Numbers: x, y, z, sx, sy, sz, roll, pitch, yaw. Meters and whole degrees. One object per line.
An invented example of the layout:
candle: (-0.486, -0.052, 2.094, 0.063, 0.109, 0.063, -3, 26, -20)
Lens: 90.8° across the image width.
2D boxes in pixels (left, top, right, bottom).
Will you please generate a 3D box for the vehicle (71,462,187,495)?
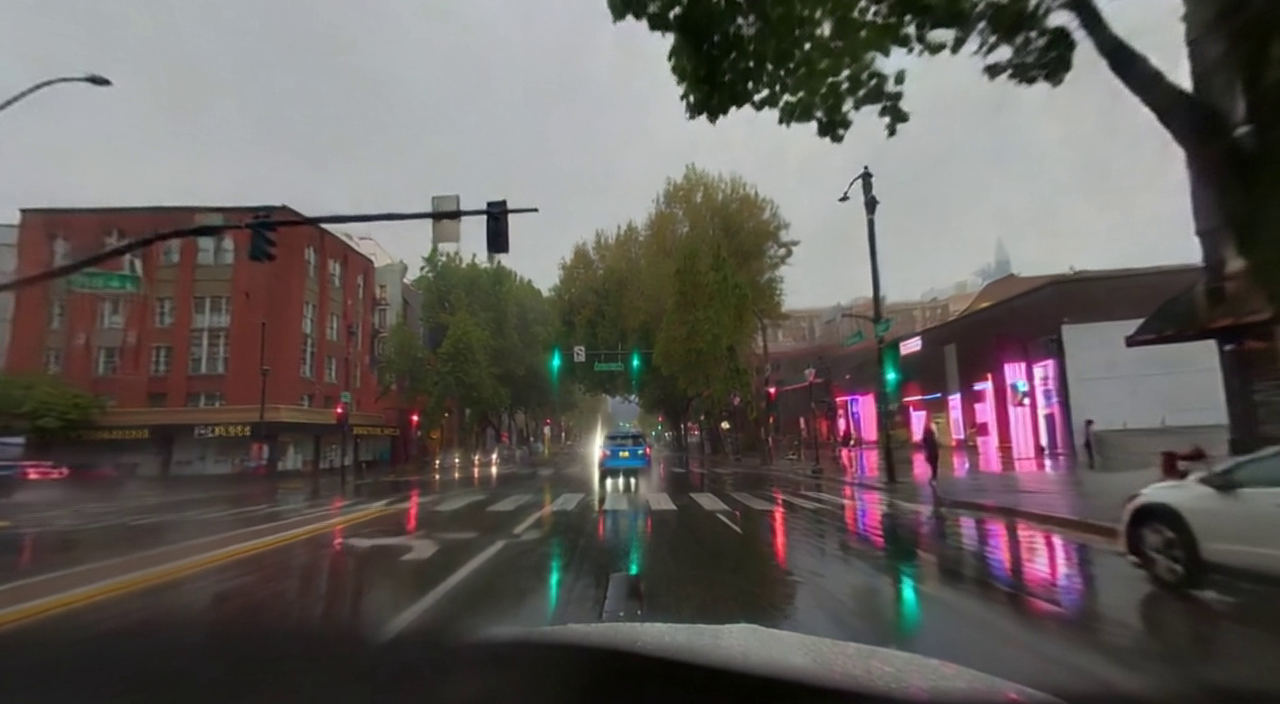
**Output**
vehicle: (-26.139, 6.467, 32.398, 4.317, 1.524, 1.809, 0, -8, -1)

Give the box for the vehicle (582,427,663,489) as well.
vehicle: (-0.549, 3.465, 20.902, 2.382, 1.796, 4.610, 0, -8, -1)

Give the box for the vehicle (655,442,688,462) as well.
vehicle: (2.343, 7.687, 48.695, 2.209, 1.478, 4.138, 0, -8, -2)

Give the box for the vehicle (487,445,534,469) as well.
vehicle: (-8.470, 6.904, 41.732, 2.152, 1.468, 4.737, 0, -8, 0)

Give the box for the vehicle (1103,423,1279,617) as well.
vehicle: (6.052, 1.272, 4.653, 1.986, 1.515, 4.265, 0, -8, -1)

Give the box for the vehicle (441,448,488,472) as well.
vehicle: (-11.932, 7.355, 43.147, 1.972, 1.475, 4.381, 0, -8, 0)
